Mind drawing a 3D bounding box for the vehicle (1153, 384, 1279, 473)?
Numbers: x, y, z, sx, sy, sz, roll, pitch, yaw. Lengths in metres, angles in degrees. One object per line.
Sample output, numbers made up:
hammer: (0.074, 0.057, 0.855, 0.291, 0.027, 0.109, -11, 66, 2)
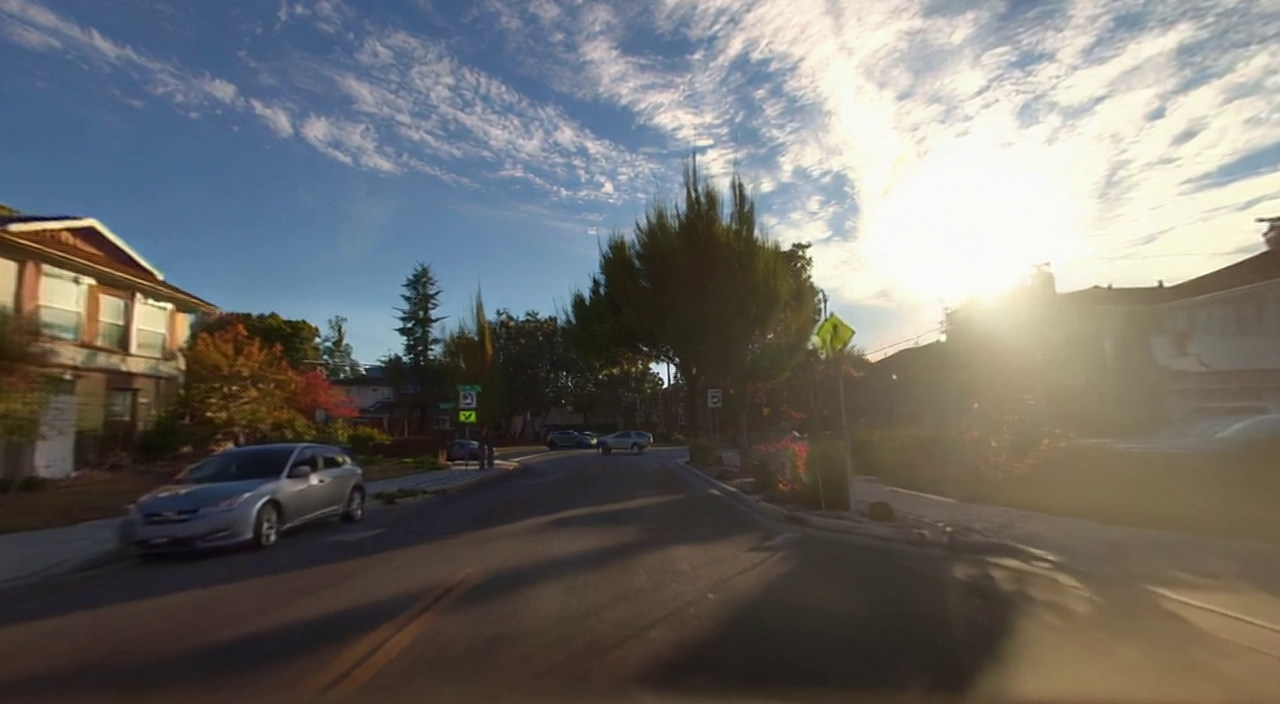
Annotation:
vehicle: (14.171, 1.663, 13.649, 4.184, 1.817, 2.026, -4, -8, 23)

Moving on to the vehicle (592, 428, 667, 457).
vehicle: (-0.791, 6.589, 46.115, 5.113, 2.048, 1.962, 3, -8, -24)

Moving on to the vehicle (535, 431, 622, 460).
vehicle: (-4.002, 6.056, 40.964, 5.181, 1.768, 2.139, 4, -9, -25)

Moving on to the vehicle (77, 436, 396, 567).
vehicle: (-5.397, 1.986, 9.261, 1.919, 1.464, 4.155, 0, -8, 0)

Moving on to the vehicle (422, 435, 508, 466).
vehicle: (-10.207, 5.726, 36.718, 4.639, 1.700, 2.002, 2, -8, -18)
